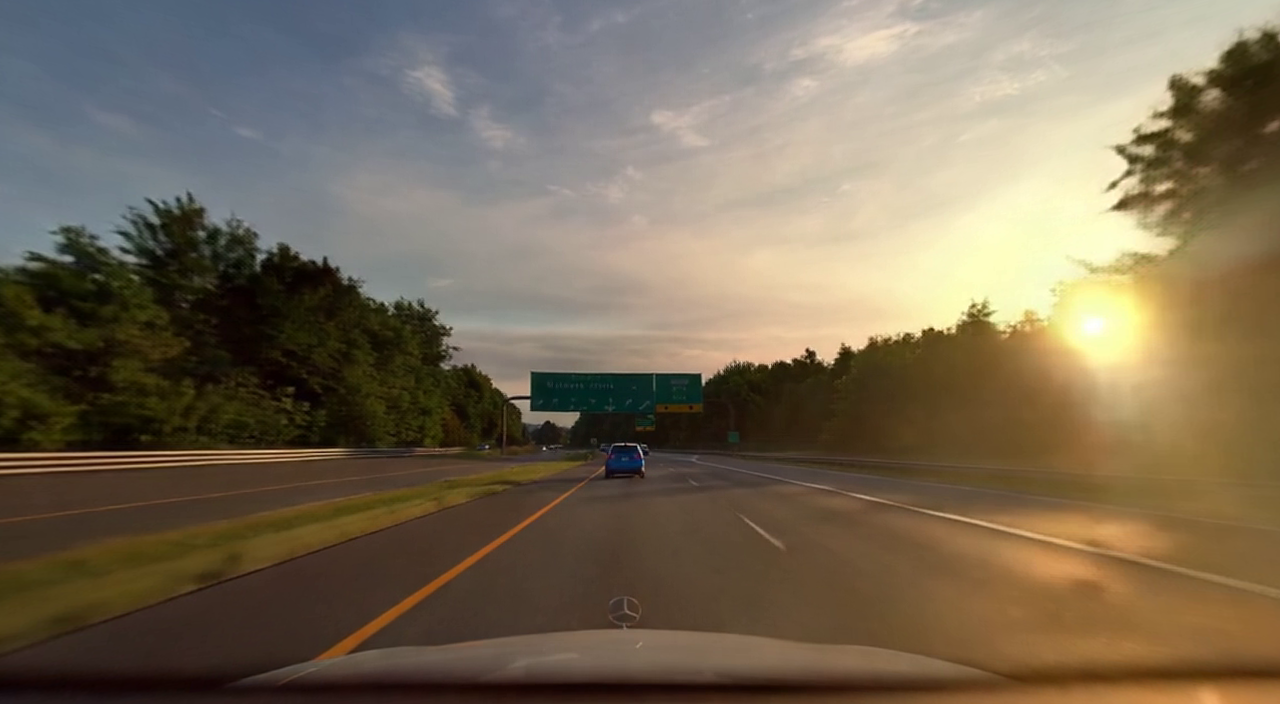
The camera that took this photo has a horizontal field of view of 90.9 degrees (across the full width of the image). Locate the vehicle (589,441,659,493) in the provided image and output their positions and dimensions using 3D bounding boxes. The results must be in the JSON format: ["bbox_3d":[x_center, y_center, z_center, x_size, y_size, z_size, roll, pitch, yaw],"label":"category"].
[{"bbox_3d":[-0.485,3.708,20.756,2.069,1.523,4.012,0,-9,0],"label":"vehicle"}]
